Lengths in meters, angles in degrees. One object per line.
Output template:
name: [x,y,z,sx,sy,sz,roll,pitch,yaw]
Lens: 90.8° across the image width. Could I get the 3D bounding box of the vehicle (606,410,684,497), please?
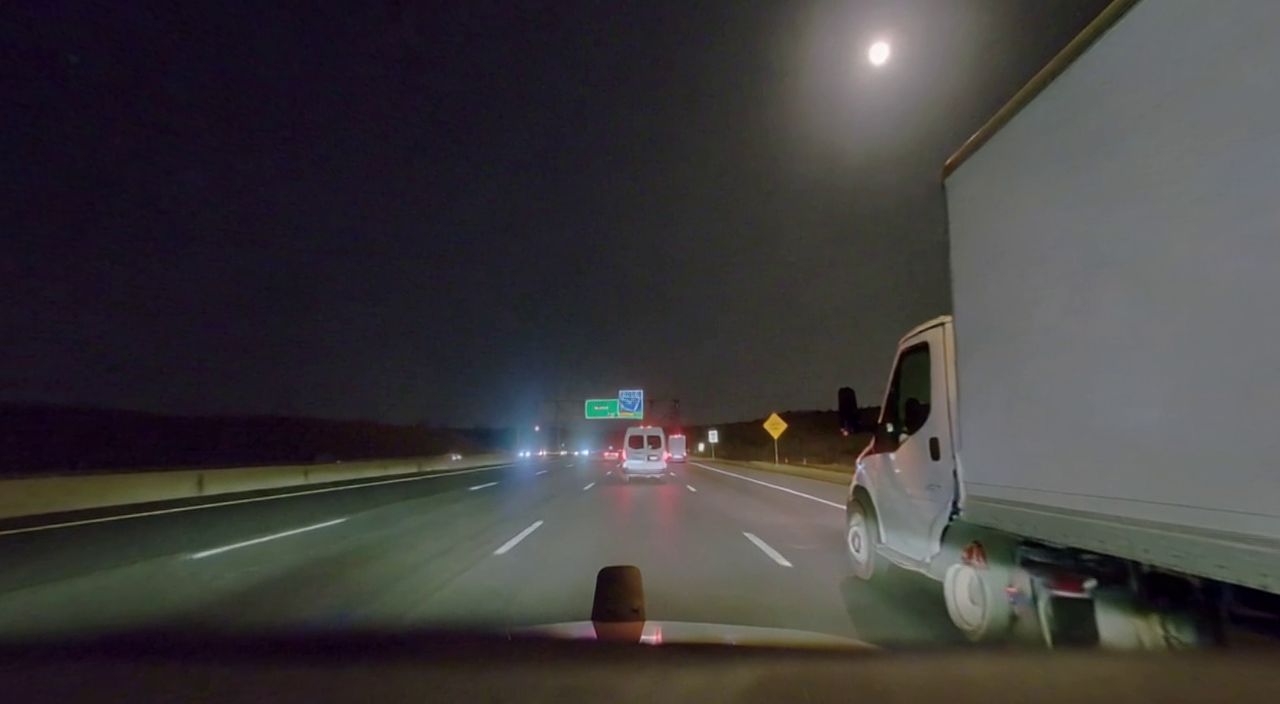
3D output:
vehicle: [0.065,3.437,21.568,2.332,2.558,5.314,0,-9,-2]
